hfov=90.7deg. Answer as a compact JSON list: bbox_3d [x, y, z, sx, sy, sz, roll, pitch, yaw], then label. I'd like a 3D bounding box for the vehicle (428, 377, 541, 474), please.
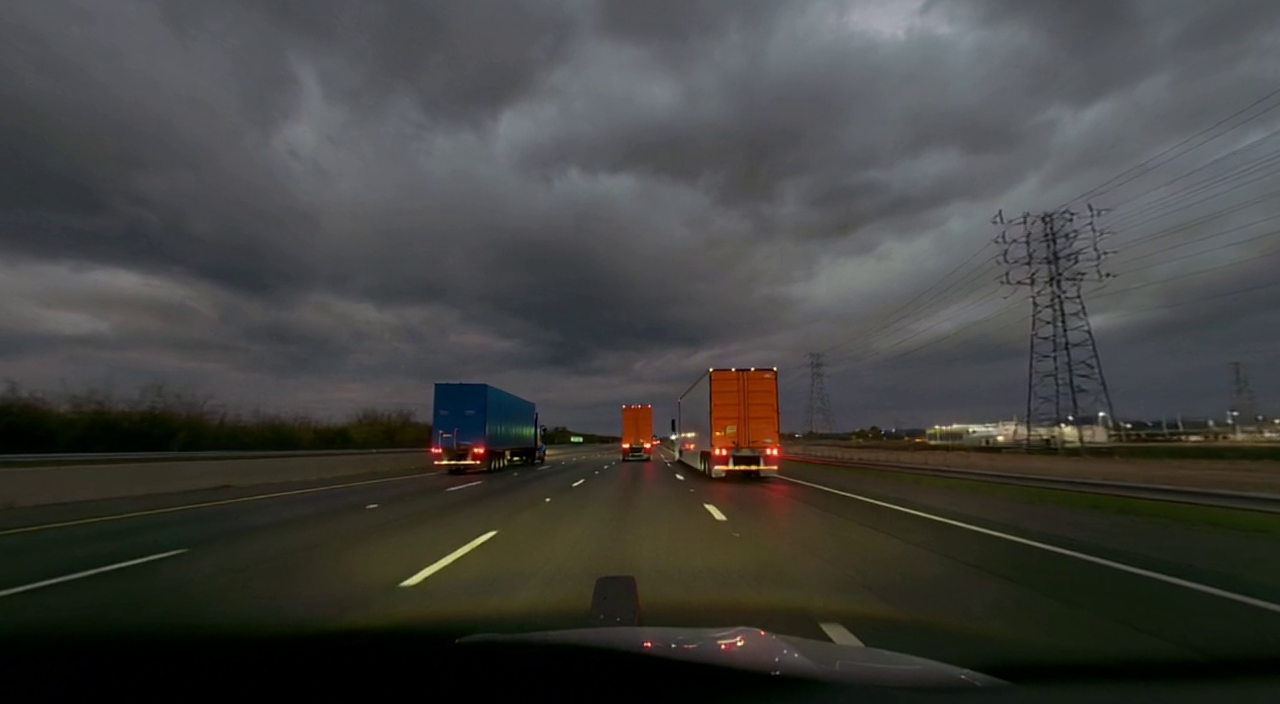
[{"bbox_3d":[-7.285,3.865,31.742,2.937,3.981,11.119,0,-9,-1],"label":"vehicle"}]

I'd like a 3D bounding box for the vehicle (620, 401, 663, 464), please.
[{"bbox_3d":[0.227,6.385,49.268,2.891,4.252,12.228,-1,-9,1],"label":"vehicle"}]

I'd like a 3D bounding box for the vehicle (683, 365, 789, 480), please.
[{"bbox_3d":[3.602,3.120,26.562,2.806,3.919,9.777,0,-9,-1],"label":"vehicle"}]
